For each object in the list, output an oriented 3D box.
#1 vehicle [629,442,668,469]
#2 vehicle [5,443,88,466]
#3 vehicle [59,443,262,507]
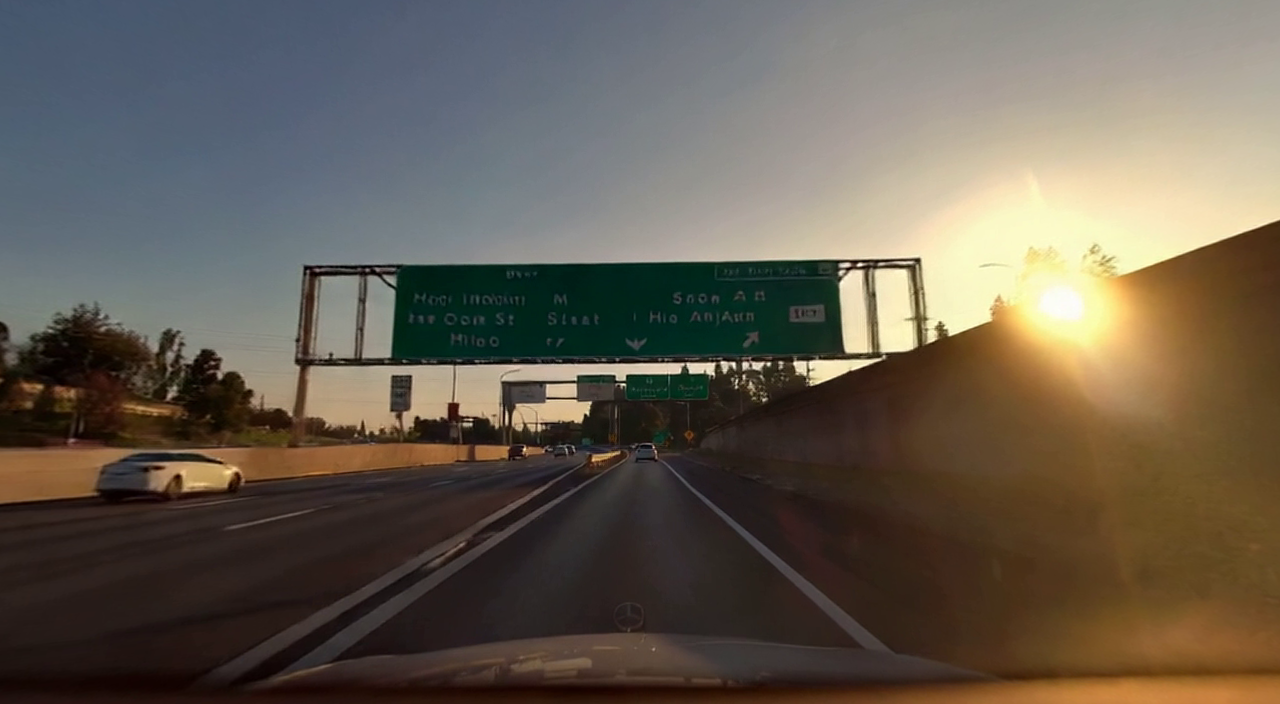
[{"bbox_3d":[0.456,6.018,36.868,2.137,1.461,3.999,0,-8,-1],"label":"vehicle"},{"bbox_3d":[-41.962,7.209,44.735,1.780,1.457,4.568,1,-8,-6],"label":"vehicle"},{"bbox_3d":[-12.573,3.205,17.029,1.946,1.461,4.602,0,-8,-1],"label":"vehicle"}]
